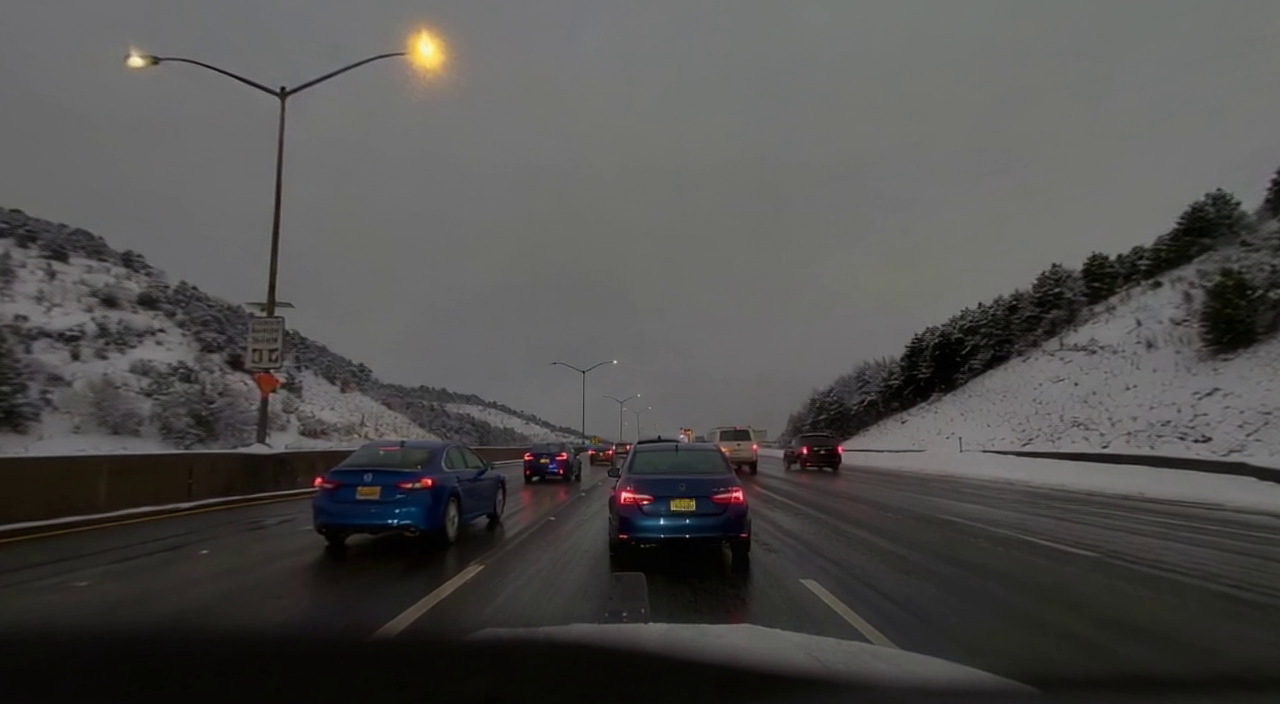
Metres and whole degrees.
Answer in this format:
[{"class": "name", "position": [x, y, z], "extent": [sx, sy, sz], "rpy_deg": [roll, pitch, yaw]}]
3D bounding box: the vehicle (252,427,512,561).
[{"class": "vehicle", "position": [-3.417, 1.962, 9.480], "extent": [2.033, 1.513, 4.333], "rpy_deg": [0, -8, 1]}]

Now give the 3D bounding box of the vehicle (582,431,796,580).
[{"class": "vehicle", "position": [0.503, 1.793, 8.162], "extent": [2.072, 1.431, 3.904], "rpy_deg": [0, -8, 1]}]

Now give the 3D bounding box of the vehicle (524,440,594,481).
[{"class": "vehicle", "position": [-3.085, 4.233, 24.873], "extent": [2.017, 1.446, 4.384], "rpy_deg": [-1, -8, 2]}]

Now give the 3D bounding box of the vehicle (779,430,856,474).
[{"class": "vehicle", "position": [7.729, 4.398, 27.959], "extent": [2.071, 1.754, 4.586], "rpy_deg": [0, -8, 0]}]
